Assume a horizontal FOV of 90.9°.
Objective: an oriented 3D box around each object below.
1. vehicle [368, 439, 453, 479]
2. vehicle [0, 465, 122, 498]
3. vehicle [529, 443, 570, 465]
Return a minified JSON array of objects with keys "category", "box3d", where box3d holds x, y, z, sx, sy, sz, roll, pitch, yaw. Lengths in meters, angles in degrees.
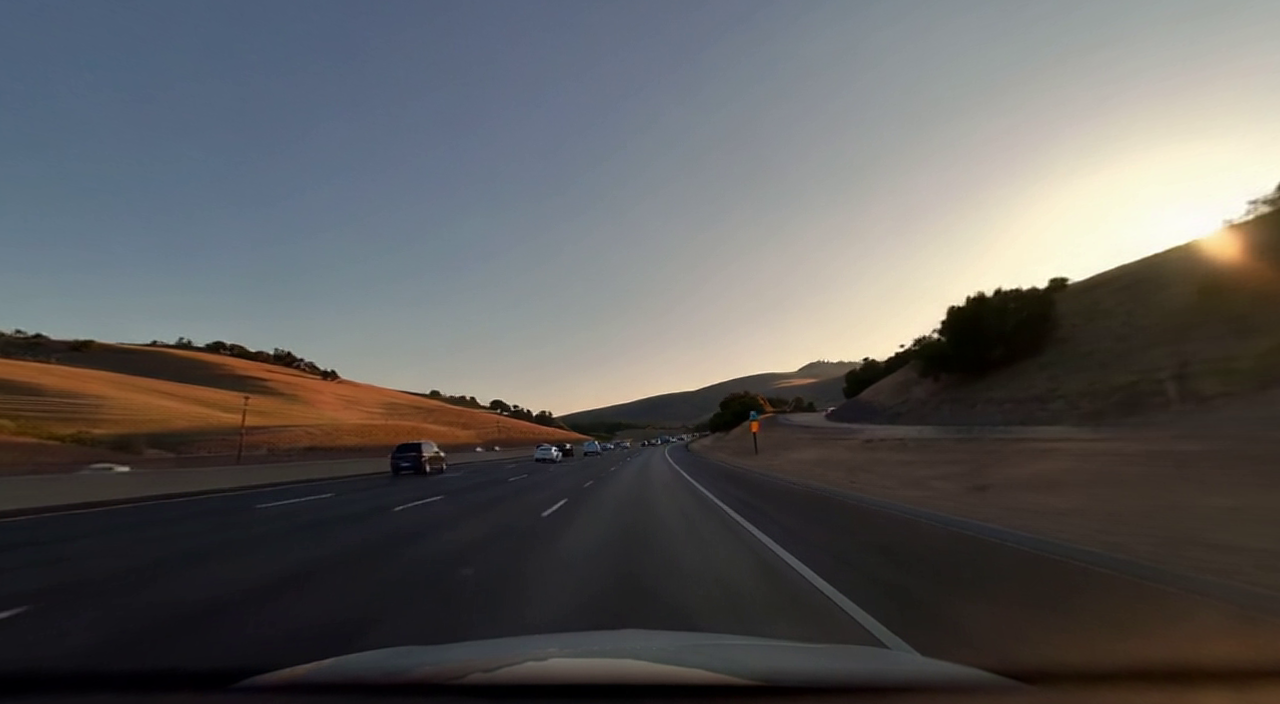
[{"category":"vehicle","box3d":[-10.398,4.884,28.984,2.122,1.695,4.437,-1,-9,2]},{"category":"vehicle","box3d":[-36.222,8.052,39.535,2.180,1.737,6.134,0,-9,1]},{"category":"vehicle","box3d":[-6.356,7.189,44.547,2.107,1.484,4.449,-1,-9,2]}]
